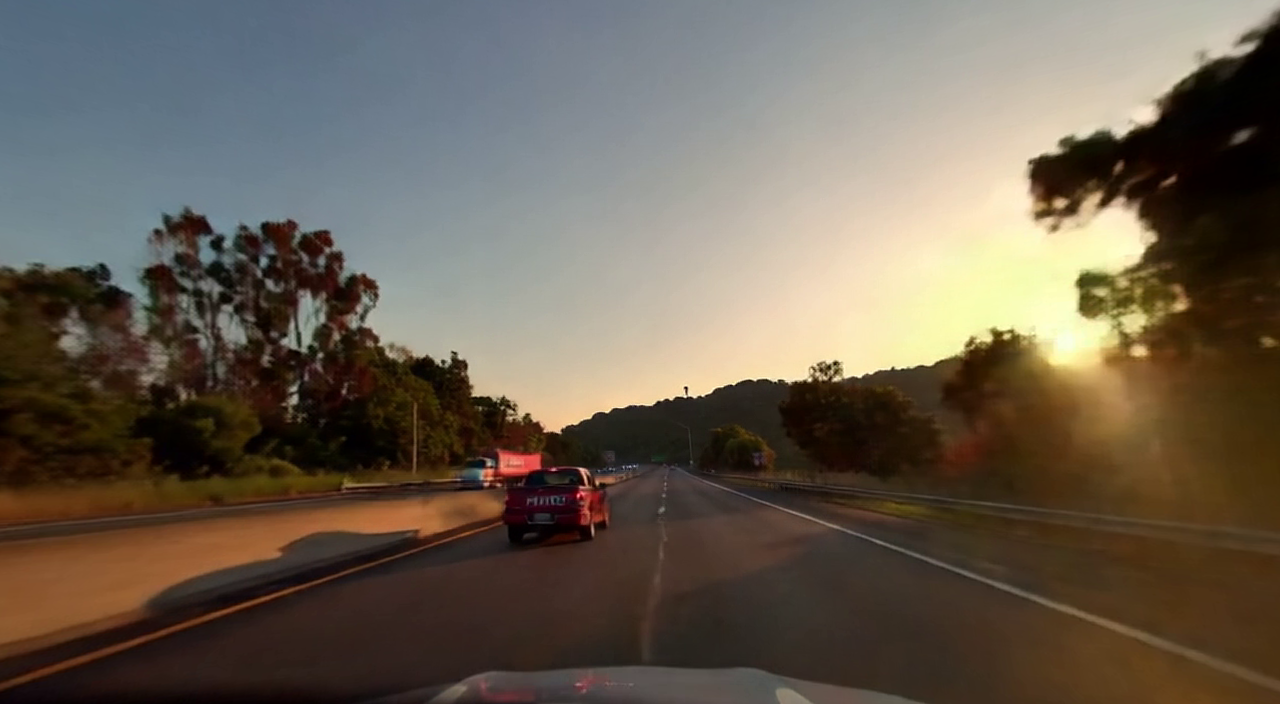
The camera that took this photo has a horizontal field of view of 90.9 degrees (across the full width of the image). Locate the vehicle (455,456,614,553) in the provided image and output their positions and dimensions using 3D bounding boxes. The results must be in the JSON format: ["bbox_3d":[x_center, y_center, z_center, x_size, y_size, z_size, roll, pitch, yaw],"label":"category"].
[{"bbox_3d":[-1.805,2.933,12.746,2.135,1.506,5.041,0,-11,3],"label":"vehicle"}]
